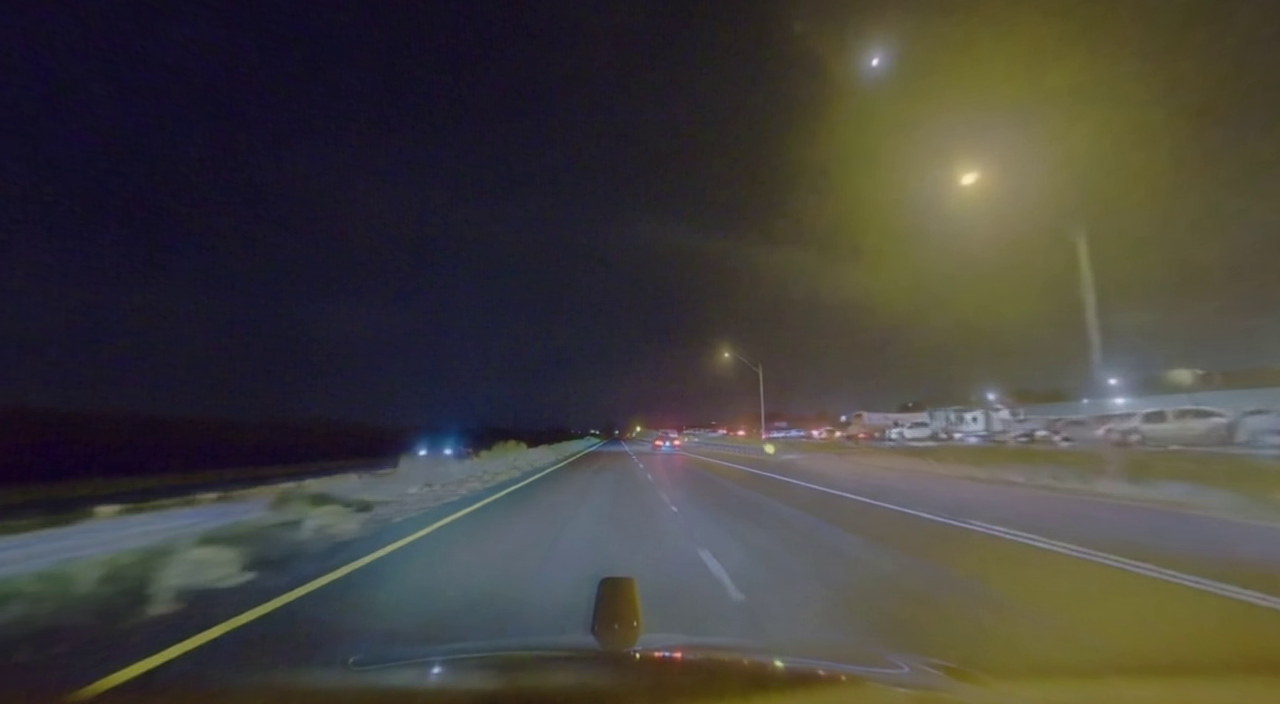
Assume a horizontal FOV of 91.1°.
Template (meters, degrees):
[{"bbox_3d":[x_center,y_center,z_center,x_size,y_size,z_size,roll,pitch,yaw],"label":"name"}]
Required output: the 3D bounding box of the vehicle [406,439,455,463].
[{"bbox_3d":[-14.652,6.899,44.173,1.944,1.540,4.721,0,-8,-2],"label":"vehicle"}]

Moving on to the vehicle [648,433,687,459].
[{"bbox_3d":[1.584,5.669,38.101,2.037,1.504,4.248,0,-8,-2],"label":"vehicle"}]
